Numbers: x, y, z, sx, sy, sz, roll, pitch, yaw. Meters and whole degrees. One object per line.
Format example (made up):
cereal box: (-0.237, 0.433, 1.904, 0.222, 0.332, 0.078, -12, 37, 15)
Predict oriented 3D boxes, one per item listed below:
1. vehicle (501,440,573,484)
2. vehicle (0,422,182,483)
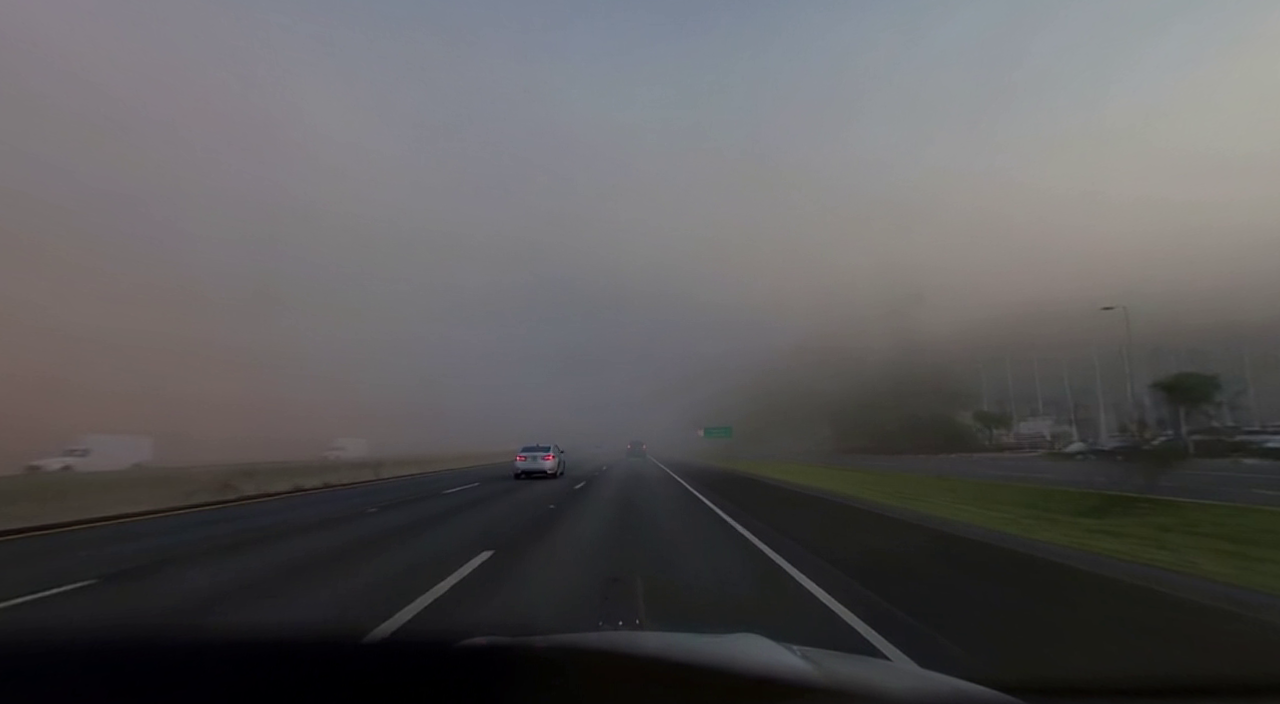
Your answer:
vehicle: (-3.664, 3.982, 23.229, 1.920, 1.463, 4.134, 0, -8, 0)
vehicle: (-36.246, 6.665, 42.230, 2.965, 3.488, 11.110, 0, -9, 0)
